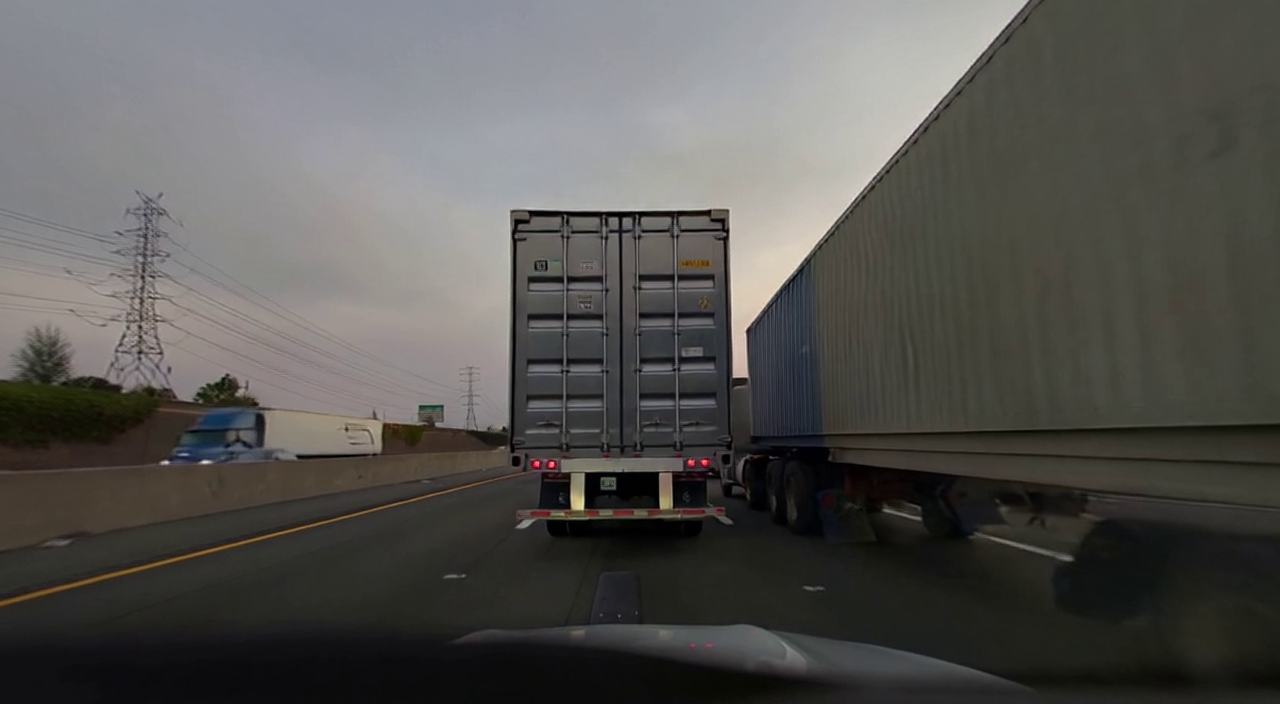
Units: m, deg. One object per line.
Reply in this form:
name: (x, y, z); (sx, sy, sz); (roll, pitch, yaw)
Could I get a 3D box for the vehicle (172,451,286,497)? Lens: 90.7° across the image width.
vehicle: (-13.592, 4.022, 21.154); (1.543, 1.373, 3.317); (-1, -9, 0)

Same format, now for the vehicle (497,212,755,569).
vehicle: (-0.100, 1.249, 13.211); (2.841, 4.071, 12.046); (-1, -8, 1)

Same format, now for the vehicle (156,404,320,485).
vehicle: (-20.388, 4.813, 32.962); (3.024, 3.645, 8.371); (0, -9, 0)

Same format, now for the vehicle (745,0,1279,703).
vehicle: (3.640, 0.278, 6.433); (2.797, 4.023, 13.066); (0, -8, 0)
